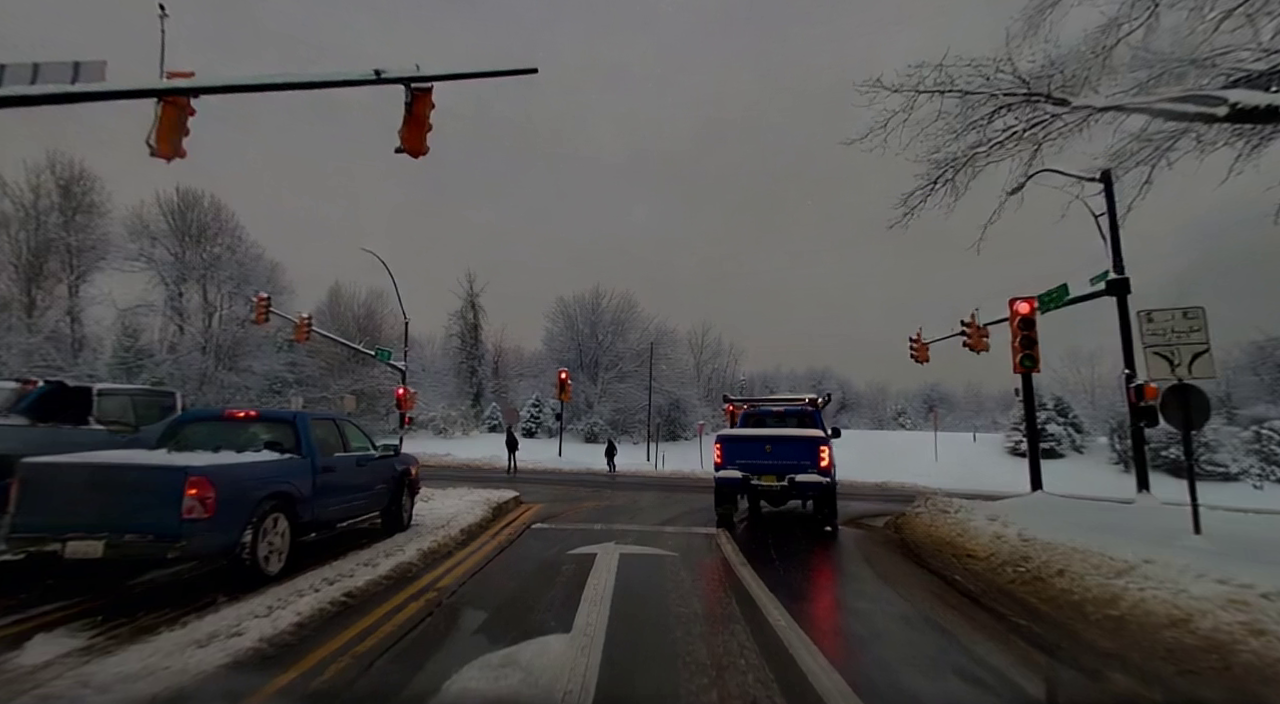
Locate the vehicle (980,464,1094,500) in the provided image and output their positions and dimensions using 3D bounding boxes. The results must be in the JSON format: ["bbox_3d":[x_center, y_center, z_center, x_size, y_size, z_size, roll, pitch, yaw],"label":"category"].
[{"bbox_3d":[20.205,6.610,32.208,4.356,1.498,1.957,-4,-8,4],"label":"vehicle"}]

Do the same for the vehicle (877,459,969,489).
[{"bbox_3d":[16.641,7.175,37.169,4.537,1.608,1.827,0,-8,2],"label":"vehicle"}]

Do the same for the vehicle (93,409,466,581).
[{"bbox_3d":[-3.804,1.590,7.852,1.913,1.491,4.547,0,-8,0],"label":"vehicle"}]

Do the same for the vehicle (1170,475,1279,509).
[{"bbox_3d":[29.614,7.006,31.645,4.322,1.522,1.795,0,-8,-1],"label":"vehicle"}]

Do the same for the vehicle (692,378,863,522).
[{"bbox_3d":[2.963,2.119,13.836,2.851,2.400,5.978,-2,-9,12],"label":"vehicle"}]

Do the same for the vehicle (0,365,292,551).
[{"bbox_3d":[-7.143,1.368,8.418,2.068,1.772,4.944,0,-8,1],"label":"vehicle"}]
